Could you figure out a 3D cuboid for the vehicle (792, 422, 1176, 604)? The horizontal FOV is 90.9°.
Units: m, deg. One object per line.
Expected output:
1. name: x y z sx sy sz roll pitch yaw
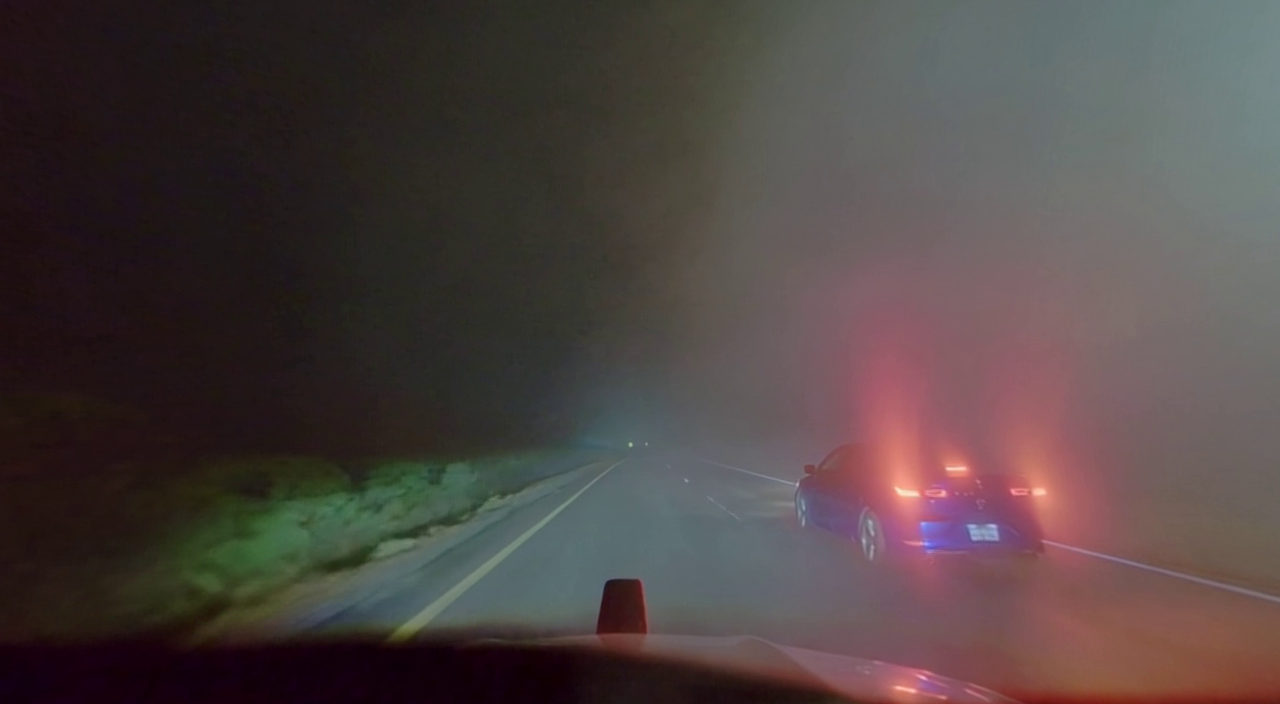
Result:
1. vehicle: 3.380 1.660 7.478 2.003 1.466 4.441 0 -8 0
